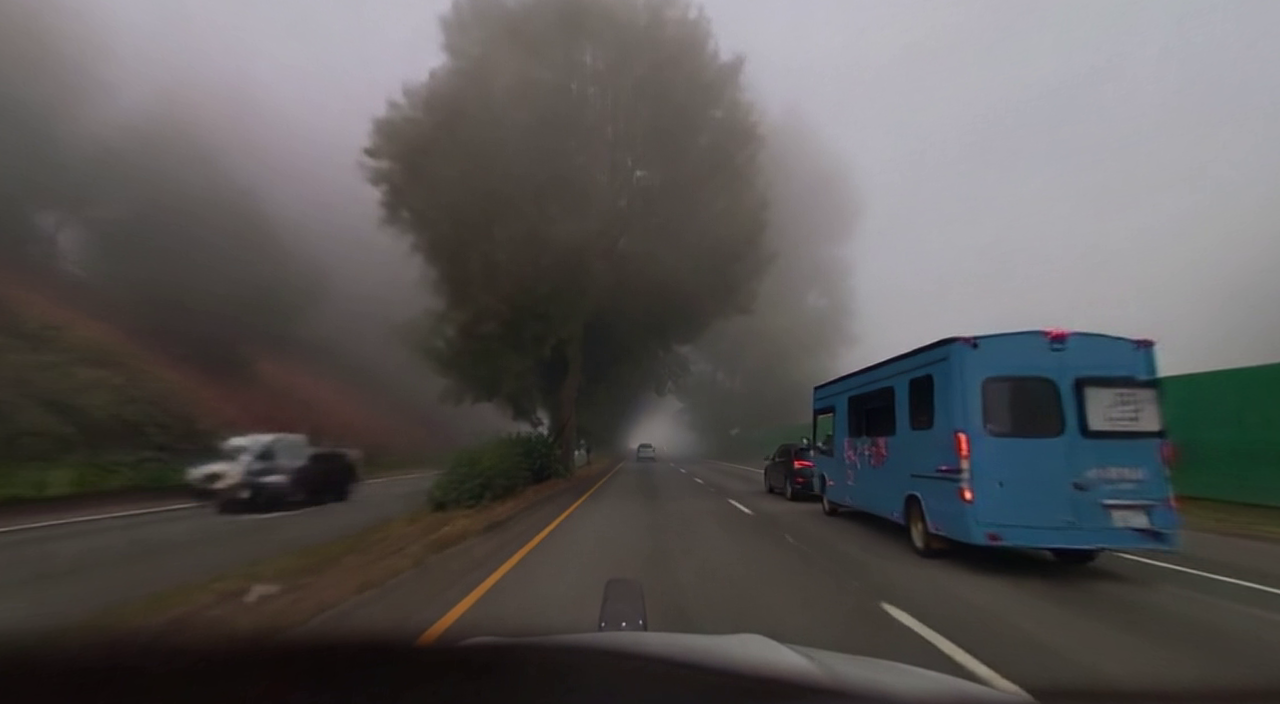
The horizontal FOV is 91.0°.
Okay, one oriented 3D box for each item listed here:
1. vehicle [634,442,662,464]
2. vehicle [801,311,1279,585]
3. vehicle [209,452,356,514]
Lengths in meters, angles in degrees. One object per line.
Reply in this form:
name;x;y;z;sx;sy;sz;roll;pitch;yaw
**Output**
vehicle;0.569;7.686;47.922;2.030;1.572;4.067;0;-8;0
vehicle;4.786;1.411;9.658;2.712;2.659;6.992;0;-8;0
vehicle;-9.909;3.619;17.845;1.914;1.495;3.809;0;-8;0
